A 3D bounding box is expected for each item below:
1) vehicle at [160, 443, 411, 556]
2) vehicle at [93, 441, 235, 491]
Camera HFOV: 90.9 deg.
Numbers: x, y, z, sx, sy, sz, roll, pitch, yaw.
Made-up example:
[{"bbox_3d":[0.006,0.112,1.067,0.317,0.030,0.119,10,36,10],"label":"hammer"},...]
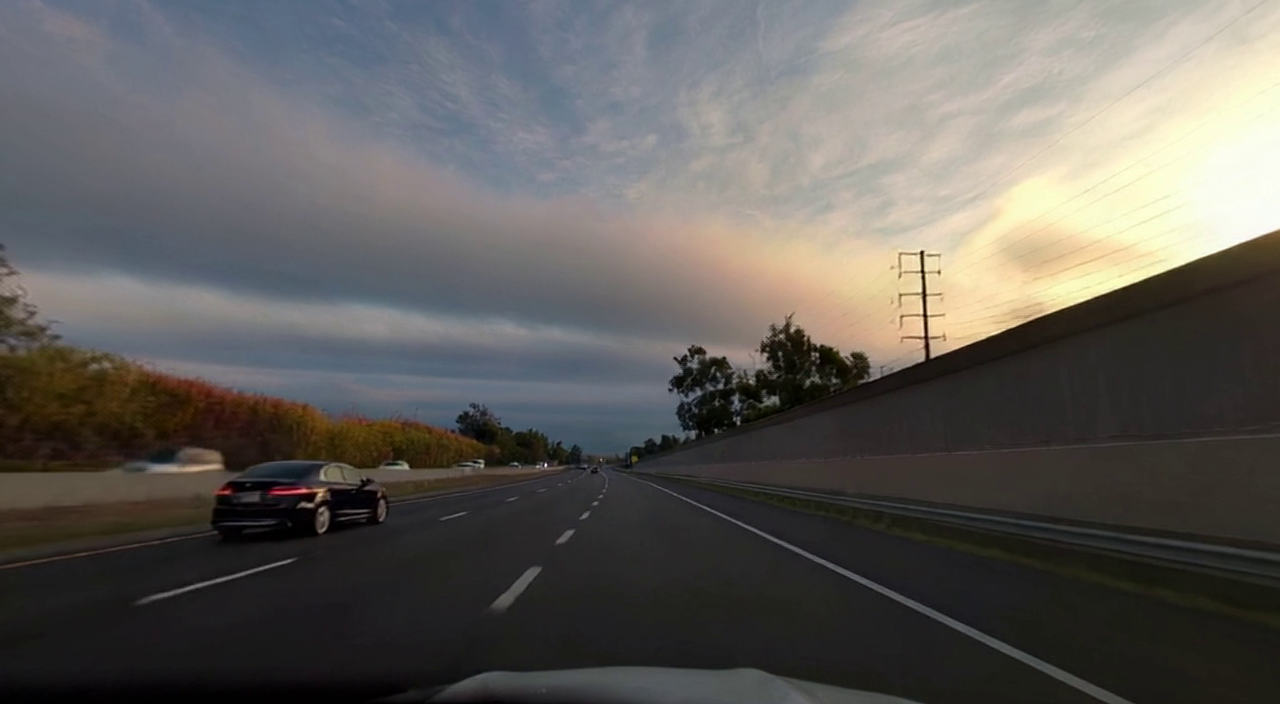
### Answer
[{"bbox_3d":[-6.308,2.699,12.036,2.194,1.704,4.421,1,-10,-1],"label":"vehicle"},{"bbox_3d":[-19.580,4.766,26.316,2.049,1.828,5.027,1,-10,-2],"label":"vehicle"}]
